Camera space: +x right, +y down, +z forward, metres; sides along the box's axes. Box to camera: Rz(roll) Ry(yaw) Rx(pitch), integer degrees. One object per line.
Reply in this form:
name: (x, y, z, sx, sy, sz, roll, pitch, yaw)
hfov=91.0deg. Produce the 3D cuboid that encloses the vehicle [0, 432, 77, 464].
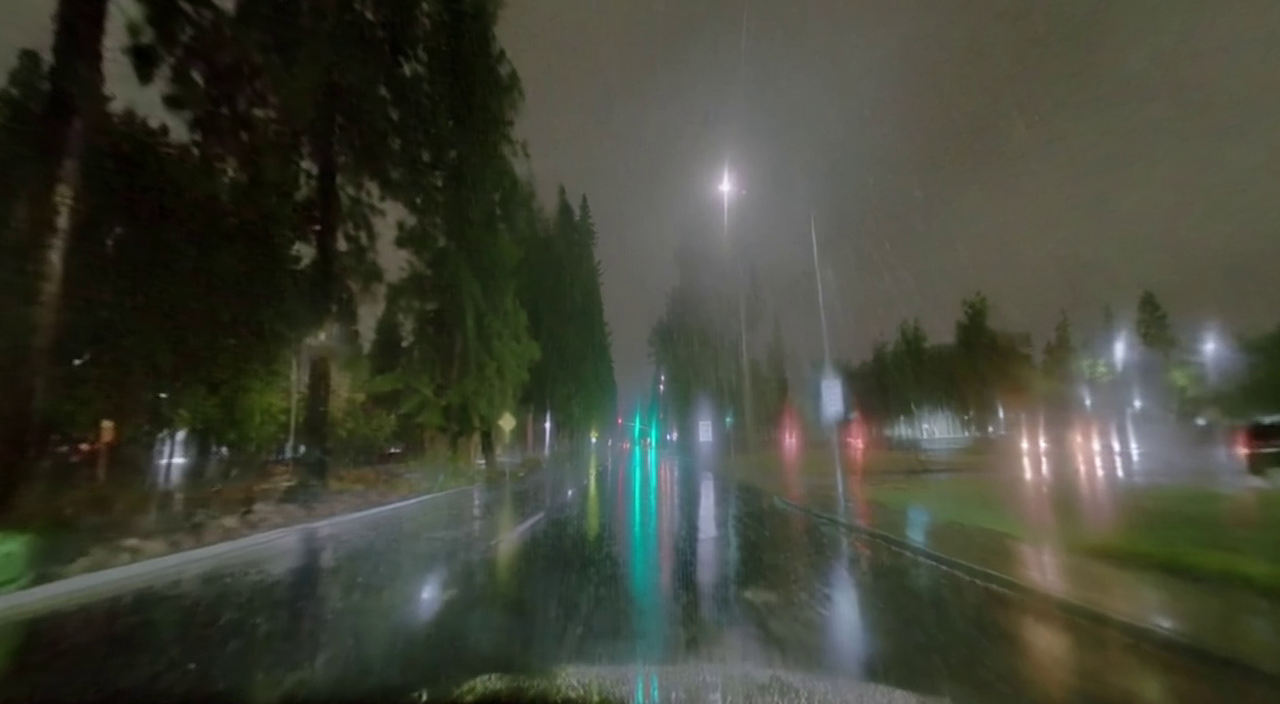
vehicle: (-46.243, 7.276, 47.927, 1.991, 2.142, 5.123, -5, -6, 0)
